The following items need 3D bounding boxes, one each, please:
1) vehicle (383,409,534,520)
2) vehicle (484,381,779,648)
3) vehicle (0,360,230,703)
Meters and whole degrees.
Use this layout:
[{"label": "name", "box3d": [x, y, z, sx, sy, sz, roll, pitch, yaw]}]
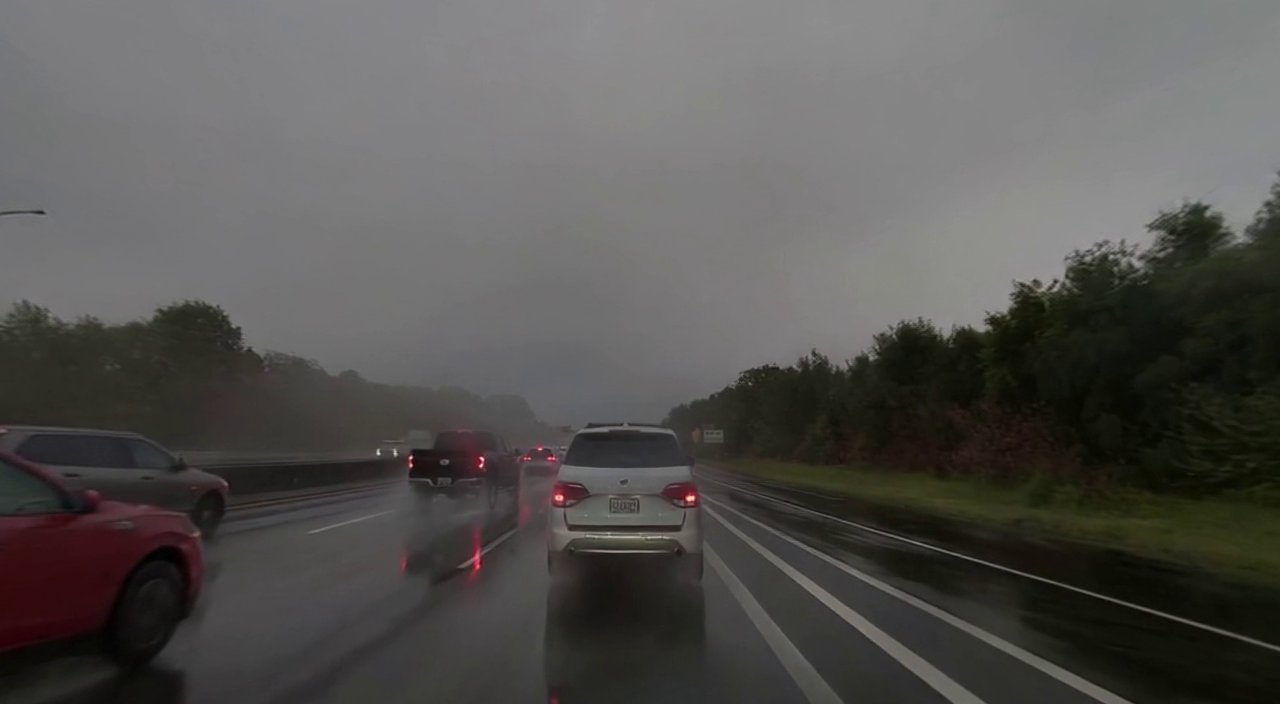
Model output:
[{"label": "vehicle", "box3d": [-3.950, 2.574, 14.790, 2.055, 2.144, 4.782, -1, -9, 1]}, {"label": "vehicle", "box3d": [-0.095, 1.359, 6.073, 1.995, 1.798, 3.380, 0, -9, -1]}, {"label": "vehicle", "box3d": [-3.872, 0.779, 1.869, 2.205, 1.719, 4.595, 0, -9, 0]}]
